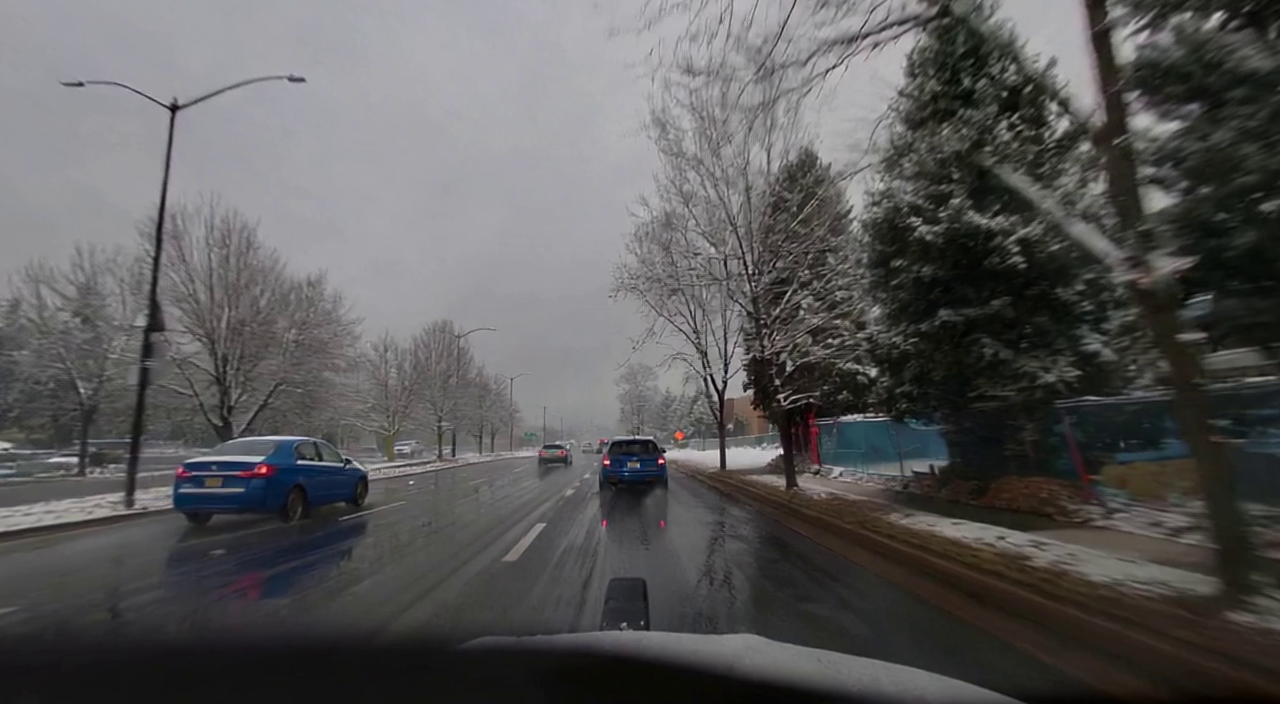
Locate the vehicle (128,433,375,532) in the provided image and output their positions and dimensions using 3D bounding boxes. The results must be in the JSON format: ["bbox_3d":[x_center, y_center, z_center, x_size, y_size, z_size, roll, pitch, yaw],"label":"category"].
[{"bbox_3d":[-6.871,2.314,11.875,1.877,1.479,4.430,0,-8,-1],"label":"vehicle"}]

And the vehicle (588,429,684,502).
[{"bbox_3d":[-0.203,2.927,16.685,2.227,1.654,4.091,0,-8,-3],"label":"vehicle"}]
